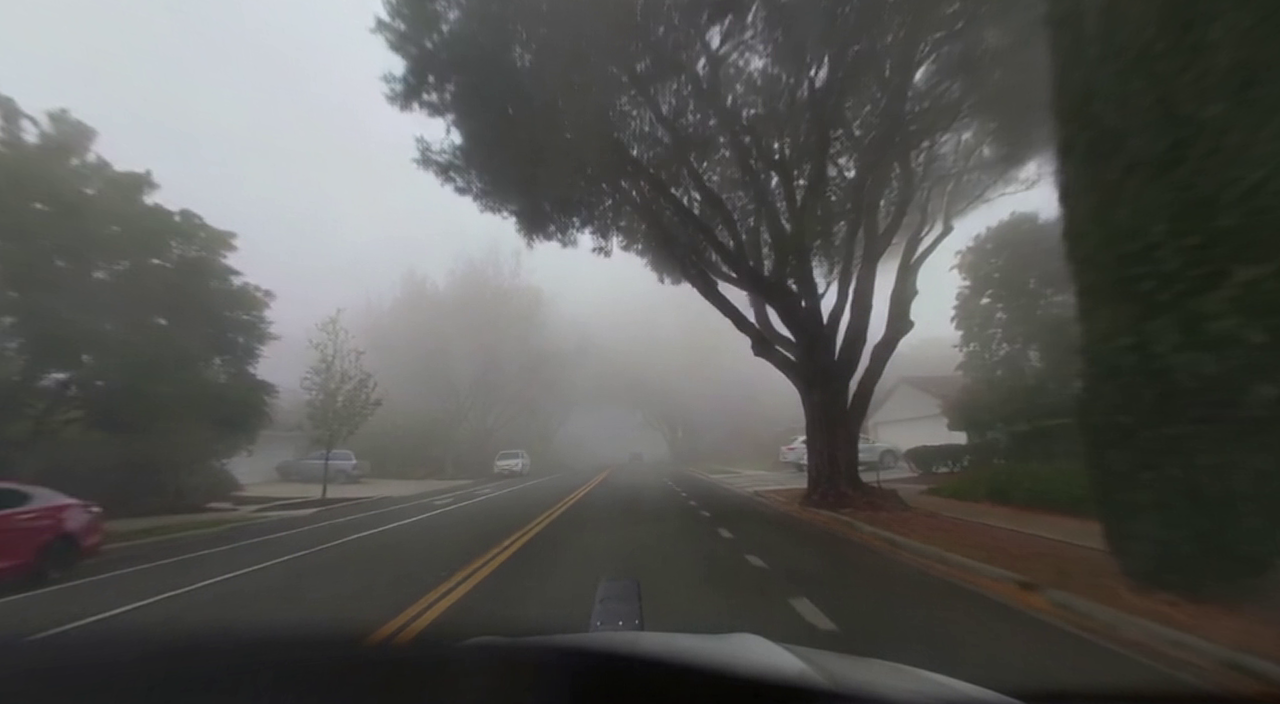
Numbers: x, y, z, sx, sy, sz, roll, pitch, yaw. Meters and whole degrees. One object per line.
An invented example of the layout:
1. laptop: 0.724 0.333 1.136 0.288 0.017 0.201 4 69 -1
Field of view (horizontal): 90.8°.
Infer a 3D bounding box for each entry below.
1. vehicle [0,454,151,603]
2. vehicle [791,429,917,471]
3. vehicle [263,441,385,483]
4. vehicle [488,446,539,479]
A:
1. vehicle: -7.529 1.839 6.131 1.973 1.500 4.781 -5 -9 -3
2. vehicle: 8.934 4.128 26.648 4.535 1.697 1.968 0 -9 -1
3. vehicle: -14.648 5.115 29.438 4.602 1.847 1.976 -1 -9 4
4. vehicle: -7.861 6.887 39.752 2.122 1.739 4.770 -5 -8 0
